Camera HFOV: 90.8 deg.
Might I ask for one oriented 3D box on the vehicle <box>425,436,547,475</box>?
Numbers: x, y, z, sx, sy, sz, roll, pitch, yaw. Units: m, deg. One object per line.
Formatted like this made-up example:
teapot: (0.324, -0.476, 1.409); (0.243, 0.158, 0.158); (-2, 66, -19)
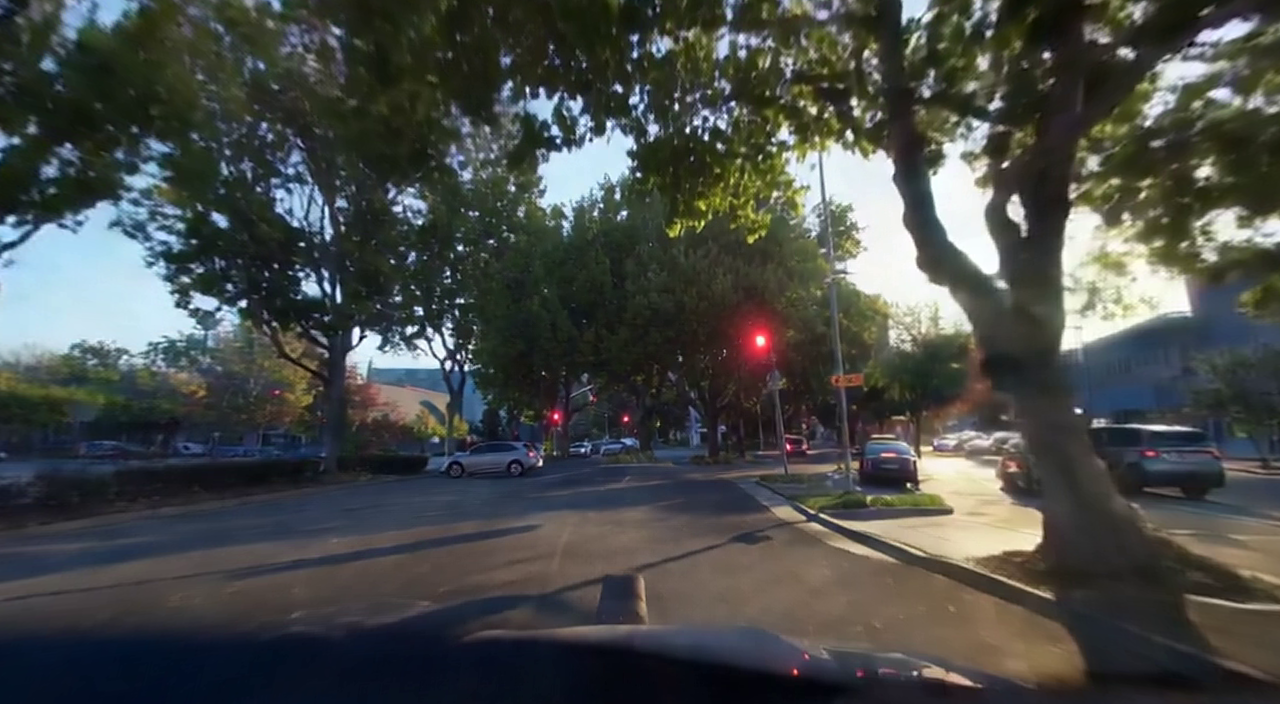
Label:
vehicle: (-6.093, 4.123, 25.277); (4.376, 1.476, 1.791); (-1, -8, 4)

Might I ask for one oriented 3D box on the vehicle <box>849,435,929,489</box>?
vehicle: (7.628, 3.364, 19.729); (1.867, 1.479, 4.452); (-3, -9, 16)

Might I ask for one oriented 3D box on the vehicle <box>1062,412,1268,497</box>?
vehicle: (14.055, 2.799, 17.525); (2.265, 1.919, 5.745); (-4, -9, 18)

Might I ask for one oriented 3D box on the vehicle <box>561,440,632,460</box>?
vehicle: (-3.226, 7.269, 46.971); (4.792, 1.468, 2.116); (-2, -9, 15)

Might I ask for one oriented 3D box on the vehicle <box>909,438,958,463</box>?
vehicle: (17.079, 5.718, 36.875); (1.936, 1.391, 3.874); (-2, -9, 16)

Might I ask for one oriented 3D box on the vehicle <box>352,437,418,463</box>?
vehicle: (-18.826, 7.267, 46.884); (2.082, 1.779, 4.841); (-2, -8, 13)

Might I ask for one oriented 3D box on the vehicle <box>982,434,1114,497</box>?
vehicle: (11.726, 3.249, 18.556); (2.031, 1.592, 4.470); (-3, -9, 17)
